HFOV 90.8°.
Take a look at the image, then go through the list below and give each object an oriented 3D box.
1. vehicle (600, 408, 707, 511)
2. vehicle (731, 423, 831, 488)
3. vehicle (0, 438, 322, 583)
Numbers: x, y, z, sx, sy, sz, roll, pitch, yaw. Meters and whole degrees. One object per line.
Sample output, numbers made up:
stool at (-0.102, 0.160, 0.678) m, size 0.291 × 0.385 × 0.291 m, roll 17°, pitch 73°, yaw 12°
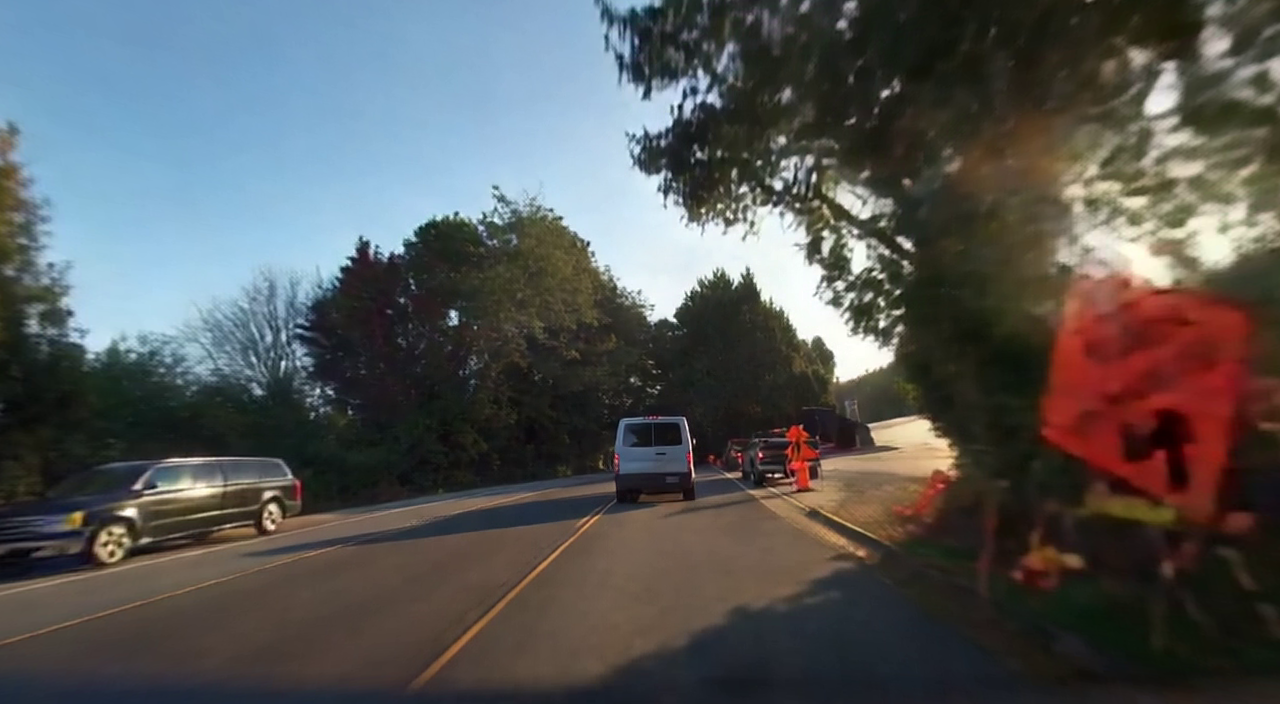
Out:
vehicle at (0.481, 2.736, 16.498) m, size 2.362 × 2.247 × 4.892 m, roll -1°, pitch -9°, yaw 5°
vehicle at (5.012, 3.846, 23.880) m, size 2.833 × 2.033 × 7.668 m, roll -1°, pitch -9°, yaw 6°
vehicle at (-8.204, 2.450, 11.023) m, size 2.055 × 1.809 × 5.906 m, roll 0°, pitch -9°, yaw 2°
